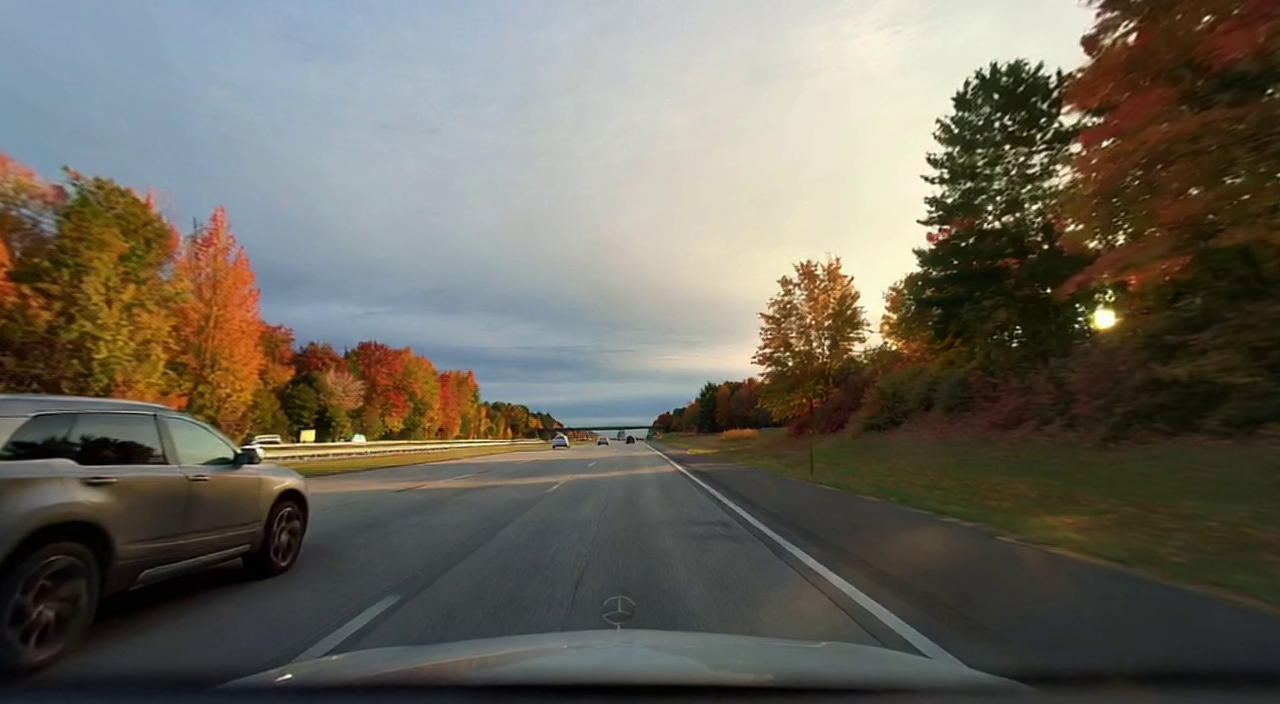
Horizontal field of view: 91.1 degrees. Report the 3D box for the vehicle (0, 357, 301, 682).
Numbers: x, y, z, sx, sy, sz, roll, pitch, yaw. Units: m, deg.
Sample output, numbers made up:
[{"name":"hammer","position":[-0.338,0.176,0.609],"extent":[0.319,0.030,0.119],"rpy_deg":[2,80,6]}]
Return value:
[{"name":"vehicle","position":[-4.333,0.934,3.745],"extent":[2.057,1.666,4.552],"rpy_deg":[0,-8,0]}]
